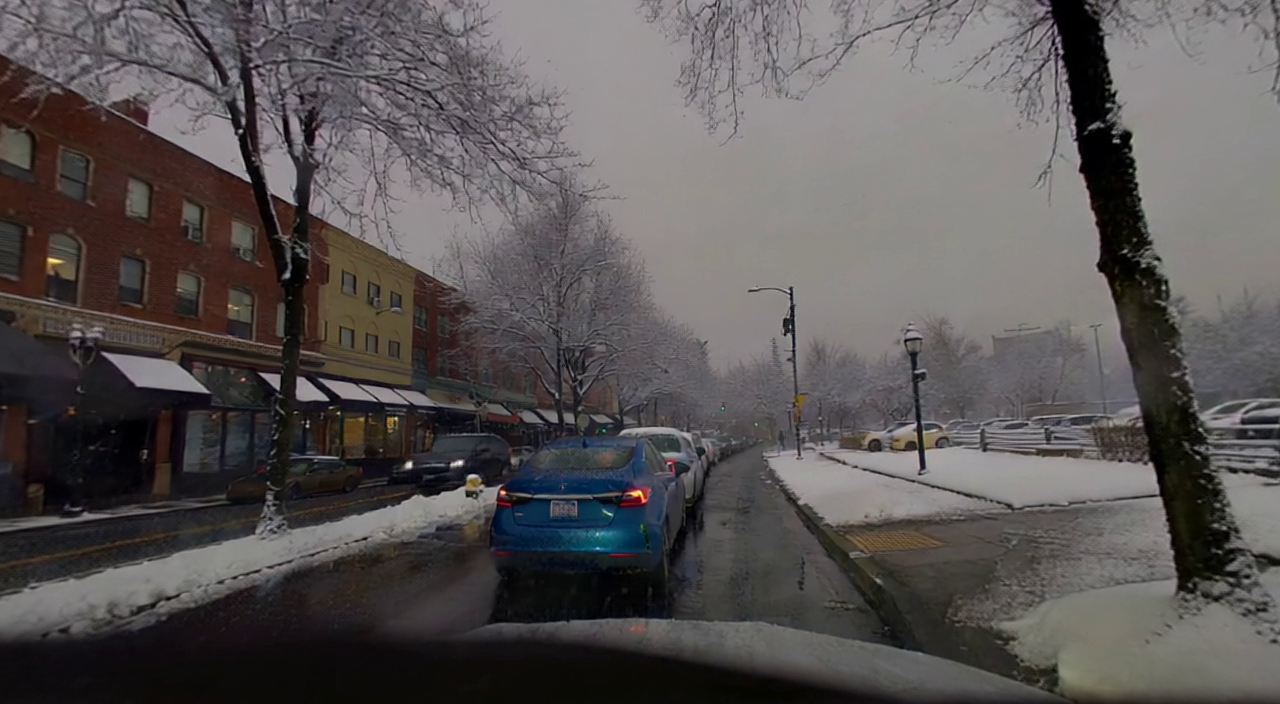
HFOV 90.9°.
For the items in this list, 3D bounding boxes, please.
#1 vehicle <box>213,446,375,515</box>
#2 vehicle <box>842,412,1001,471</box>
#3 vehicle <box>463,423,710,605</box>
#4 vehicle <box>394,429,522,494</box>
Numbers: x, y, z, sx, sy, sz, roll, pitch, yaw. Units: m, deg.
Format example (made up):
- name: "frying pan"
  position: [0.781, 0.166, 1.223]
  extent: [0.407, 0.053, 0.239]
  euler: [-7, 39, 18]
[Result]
- name: "vehicle"
  position: [-11.004, 4.064, 20.589]
  extent: [2.081, 1.718, 5.342]
  euler: [-6, -9, 3]
- name: "vehicle"
  position: [9.018, 2.830, 20.222]
  extent: [4.558, 1.528, 1.915]
  euler: [0, -8, -23]
- name: "vehicle"
  position: [-0.268, 1.636, 7.294]
  extent: [1.939, 1.478, 3.922]
  euler: [-2, -8, 9]
- name: "vehicle"
  position: [-5.557, 3.421, 20.065]
  extent: [2.071, 1.811, 4.711]
  euler: [-2, -8, 9]
